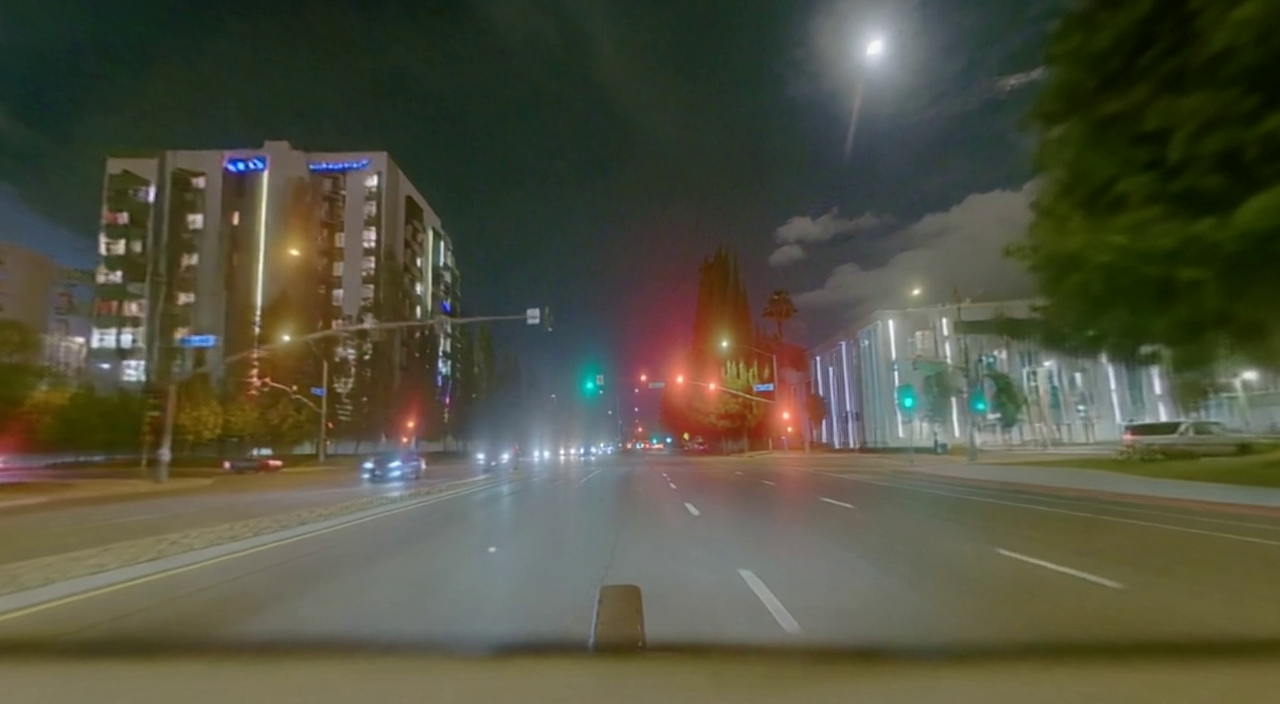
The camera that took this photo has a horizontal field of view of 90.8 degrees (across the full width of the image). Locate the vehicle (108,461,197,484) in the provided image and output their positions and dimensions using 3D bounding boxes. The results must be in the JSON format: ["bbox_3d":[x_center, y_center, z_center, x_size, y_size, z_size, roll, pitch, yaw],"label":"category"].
[{"bbox_3d":[-32.424,8.007,42.086,4.528,1.451,1.844,-1,-8,4],"label":"vehicle"}]

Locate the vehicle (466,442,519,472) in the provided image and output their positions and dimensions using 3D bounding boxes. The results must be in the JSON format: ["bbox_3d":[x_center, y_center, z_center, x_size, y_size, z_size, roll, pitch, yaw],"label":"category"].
[{"bbox_3d":[-8.895,6.365,38.502,2.140,1.685,4.571,0,-8,0],"label":"vehicle"}]

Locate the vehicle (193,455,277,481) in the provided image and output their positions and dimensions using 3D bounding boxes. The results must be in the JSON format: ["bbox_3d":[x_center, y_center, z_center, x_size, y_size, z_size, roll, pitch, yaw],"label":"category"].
[{"bbox_3d":[-26.207,7.492,40.919,4.464,1.599,2.014,-3,-9,15],"label":"vehicle"}]

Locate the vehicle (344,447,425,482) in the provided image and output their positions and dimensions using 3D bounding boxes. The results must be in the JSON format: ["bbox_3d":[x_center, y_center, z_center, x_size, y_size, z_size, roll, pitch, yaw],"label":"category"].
[{"bbox_3d":[-11.990,5.280,29.995,1.952,1.478,4.521,0,-8,0],"label":"vehicle"}]

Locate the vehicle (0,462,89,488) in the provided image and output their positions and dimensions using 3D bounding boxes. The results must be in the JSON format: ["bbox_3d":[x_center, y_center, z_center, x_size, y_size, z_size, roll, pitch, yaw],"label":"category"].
[{"bbox_3d":[-39.880,8.221,42.277,4.110,1.576,1.853,0,-8,0],"label":"vehicle"}]
